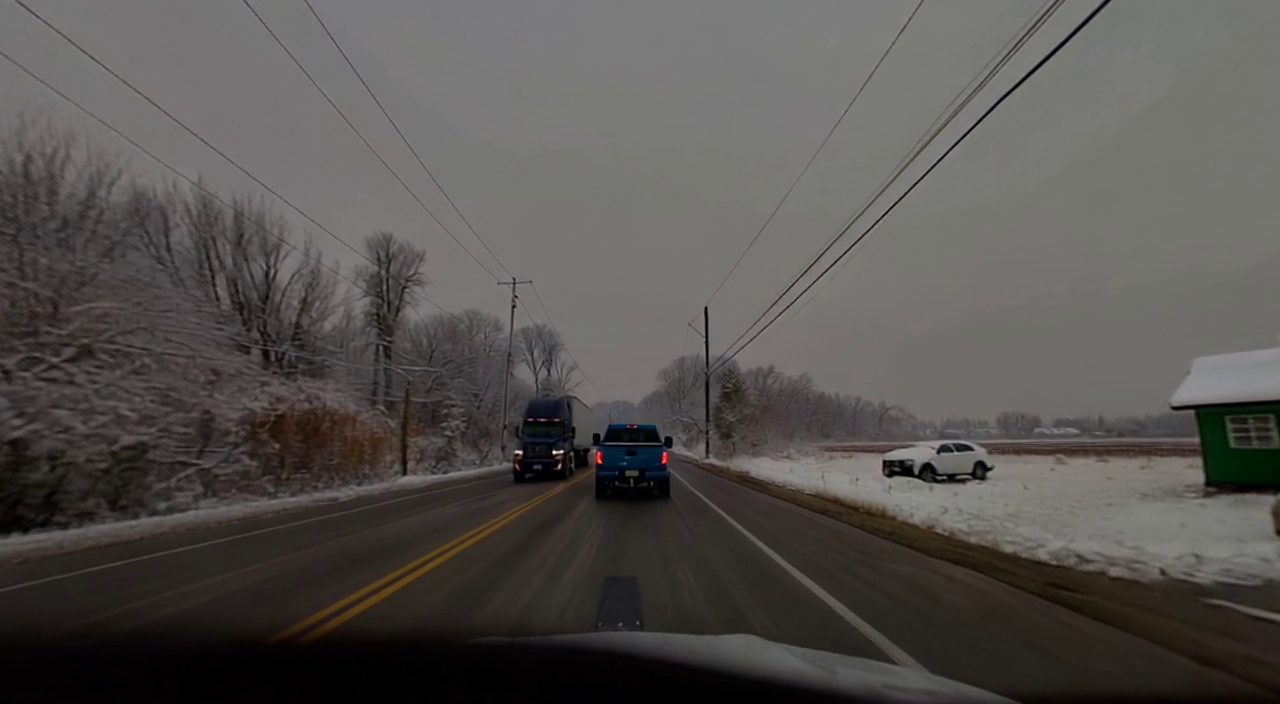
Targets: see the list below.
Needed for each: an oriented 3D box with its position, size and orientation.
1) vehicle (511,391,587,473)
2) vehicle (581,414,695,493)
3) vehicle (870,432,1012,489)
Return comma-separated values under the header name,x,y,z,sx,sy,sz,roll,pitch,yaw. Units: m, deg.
name,x,y,z,sx,sy,sz,roll,pitch,yaw
vehicle,-4.789,4.469,34.938,3.063,3.986,7.883,0,-8,0
vehicle,-0.079,3.159,20.074,2.921,2.031,7.416,0,-8,0
vehicle,10.670,3.743,22.205,5.304,1.754,2.340,6,-11,-39
